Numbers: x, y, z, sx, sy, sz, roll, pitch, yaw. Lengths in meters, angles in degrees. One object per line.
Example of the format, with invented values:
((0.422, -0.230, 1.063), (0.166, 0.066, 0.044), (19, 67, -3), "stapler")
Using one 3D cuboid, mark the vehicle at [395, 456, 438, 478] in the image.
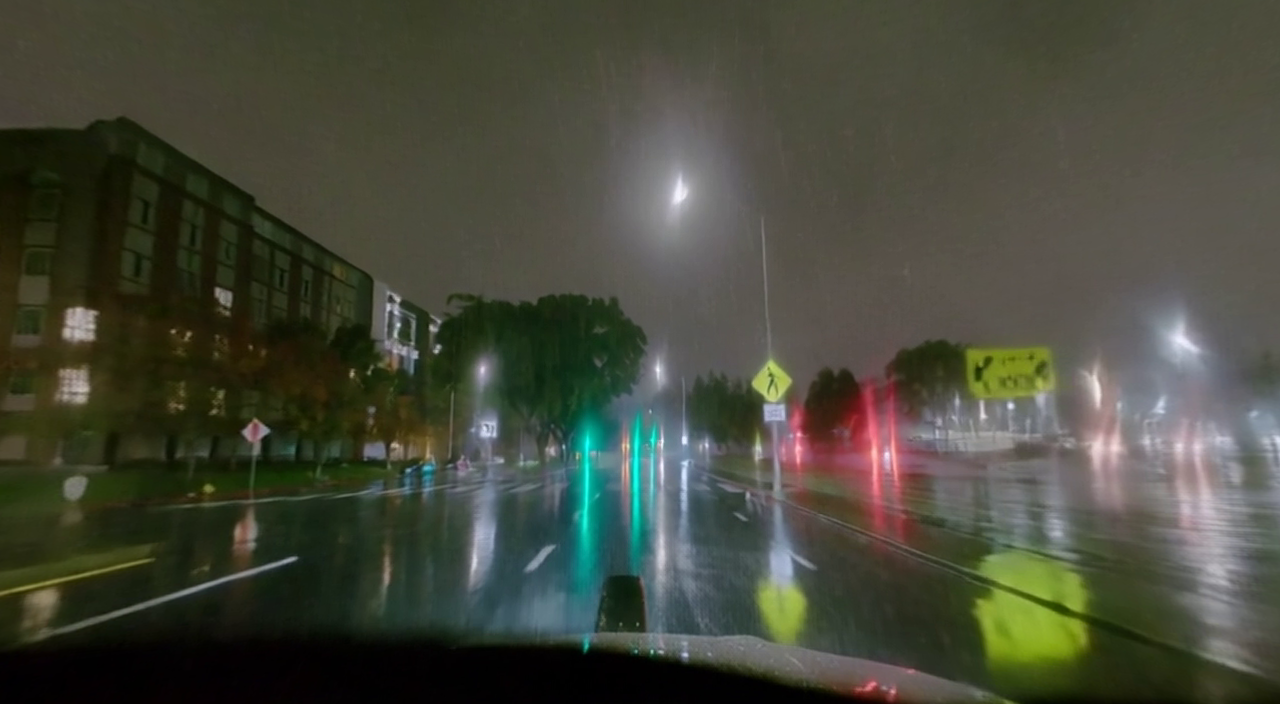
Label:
((-16.693, 8.604, 47.229), (1.810, 1.478, 4.233), (-3, -10, -1), "vehicle")
